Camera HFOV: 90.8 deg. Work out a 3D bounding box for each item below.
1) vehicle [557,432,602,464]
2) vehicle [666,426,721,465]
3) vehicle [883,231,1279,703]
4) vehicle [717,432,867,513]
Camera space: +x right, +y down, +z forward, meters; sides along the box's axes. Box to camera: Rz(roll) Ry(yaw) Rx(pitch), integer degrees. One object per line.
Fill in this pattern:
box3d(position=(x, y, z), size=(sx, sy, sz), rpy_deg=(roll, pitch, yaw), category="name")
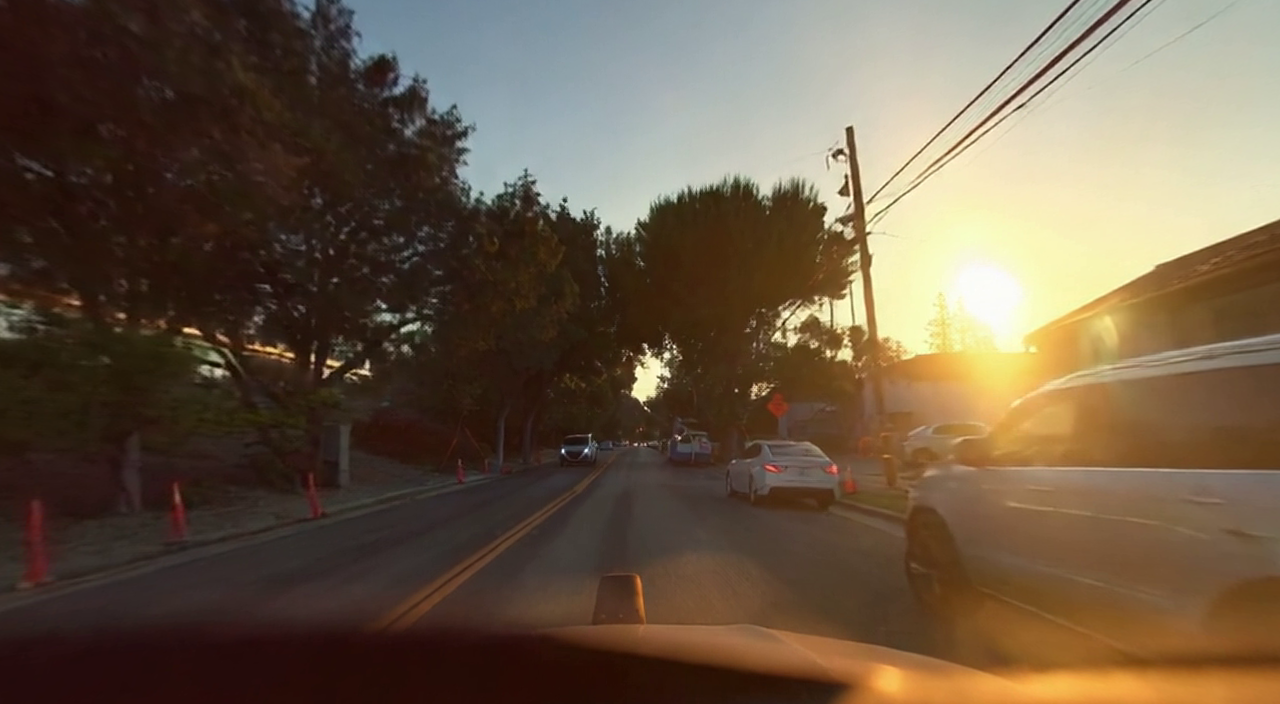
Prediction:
box3d(position=(-3.927, 6.368, 41.794), size=(2.358, 1.921, 5.675), rpy_deg=(0, -9, 0), category="vehicle")
box3d(position=(3.047, 5.623, 37.811), size=(2.759, 2.114, 6.152), rpy_deg=(0, -9, 0), category="vehicle")
box3d(position=(3.251, 0.723, 2.927), size=(2.293, 1.957, 4.934), rpy_deg=(0, -9, 0), category="vehicle")
box3d(position=(3.134, 2.619, 14.223), size=(2.006, 1.482, 4.722), rpy_deg=(0, -9, -3), category="vehicle")
